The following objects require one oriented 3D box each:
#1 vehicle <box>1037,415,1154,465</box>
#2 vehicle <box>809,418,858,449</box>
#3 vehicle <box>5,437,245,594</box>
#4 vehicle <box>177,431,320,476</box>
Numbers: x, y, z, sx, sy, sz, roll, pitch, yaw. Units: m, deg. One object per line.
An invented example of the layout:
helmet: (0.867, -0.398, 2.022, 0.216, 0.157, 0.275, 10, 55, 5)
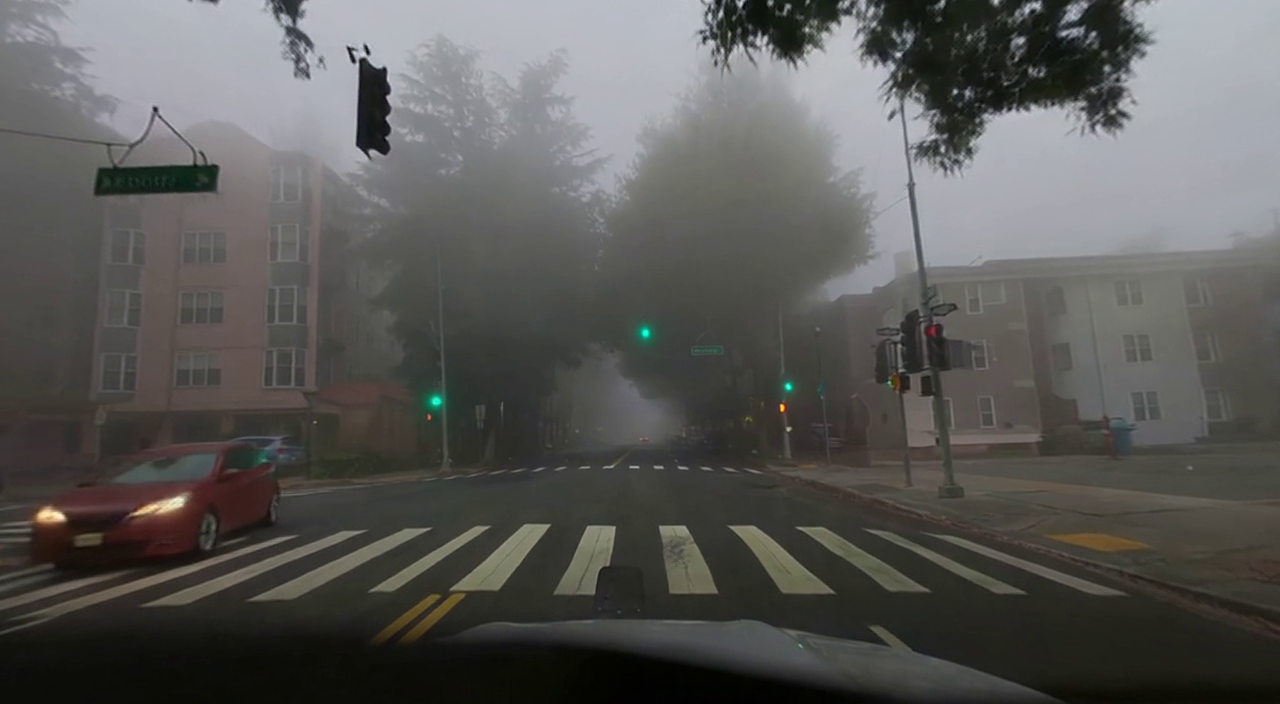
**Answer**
vehicle: (17.121, 3.369, 24.051, 2.013, 1.722, 4.007, -2, -9, 11)
vehicle: (11.487, 4.933, 37.782, 1.950, 1.714, 4.245, -1, -8, 5)
vehicle: (-6.492, 2.000, 8.485, 1.945, 1.424, 4.135, 2, -10, -32)
vehicle: (-19.063, 4.944, 30.989, 5.468, 1.854, 2.283, -2, -8, -4)
